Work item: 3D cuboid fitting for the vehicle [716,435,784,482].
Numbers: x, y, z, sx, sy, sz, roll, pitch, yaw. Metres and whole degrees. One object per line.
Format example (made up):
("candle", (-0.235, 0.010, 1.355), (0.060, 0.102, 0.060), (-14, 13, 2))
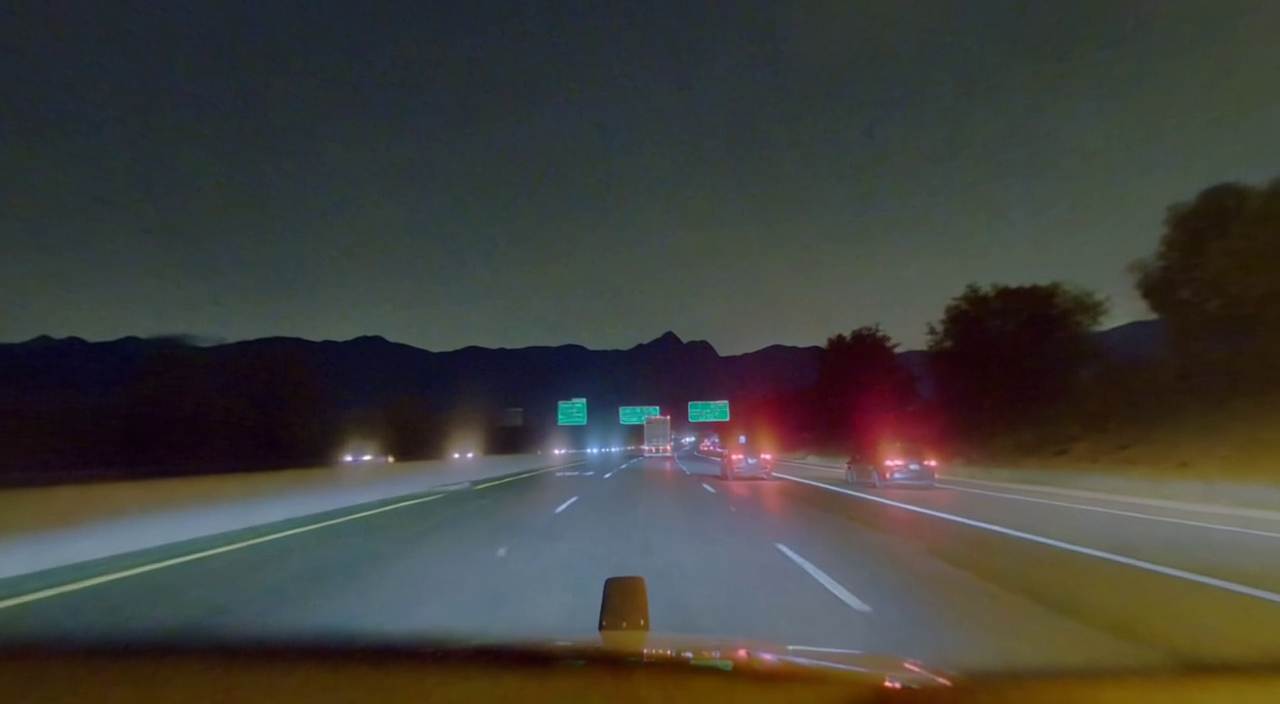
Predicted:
("vehicle", (4.068, 3.995, 23.936), (1.880, 1.624, 3.941), (0, -8, 0))
